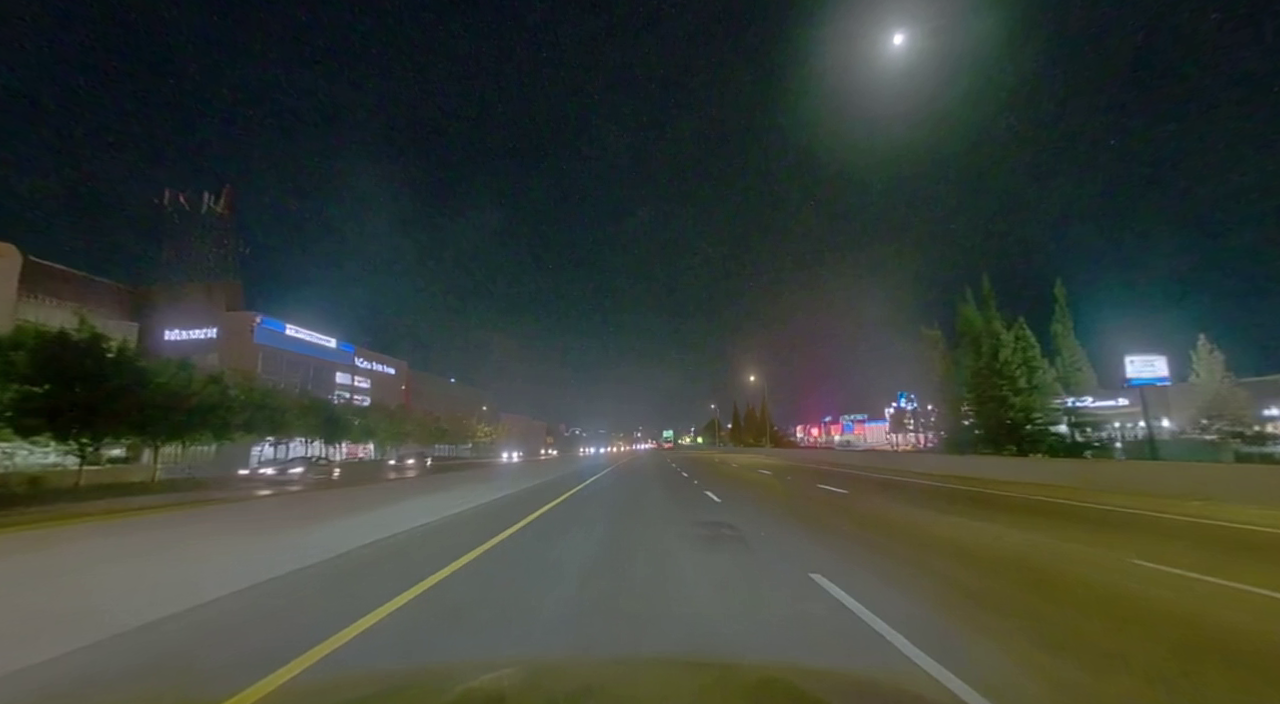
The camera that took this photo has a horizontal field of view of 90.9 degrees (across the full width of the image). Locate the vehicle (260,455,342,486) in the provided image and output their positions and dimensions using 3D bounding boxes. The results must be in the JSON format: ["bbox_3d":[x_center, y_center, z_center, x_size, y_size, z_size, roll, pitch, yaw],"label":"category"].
[{"bbox_3d":[-17.807,6.210,33.397,1.803,1.427,4.553,0,-8,0],"label":"vehicle"}]
